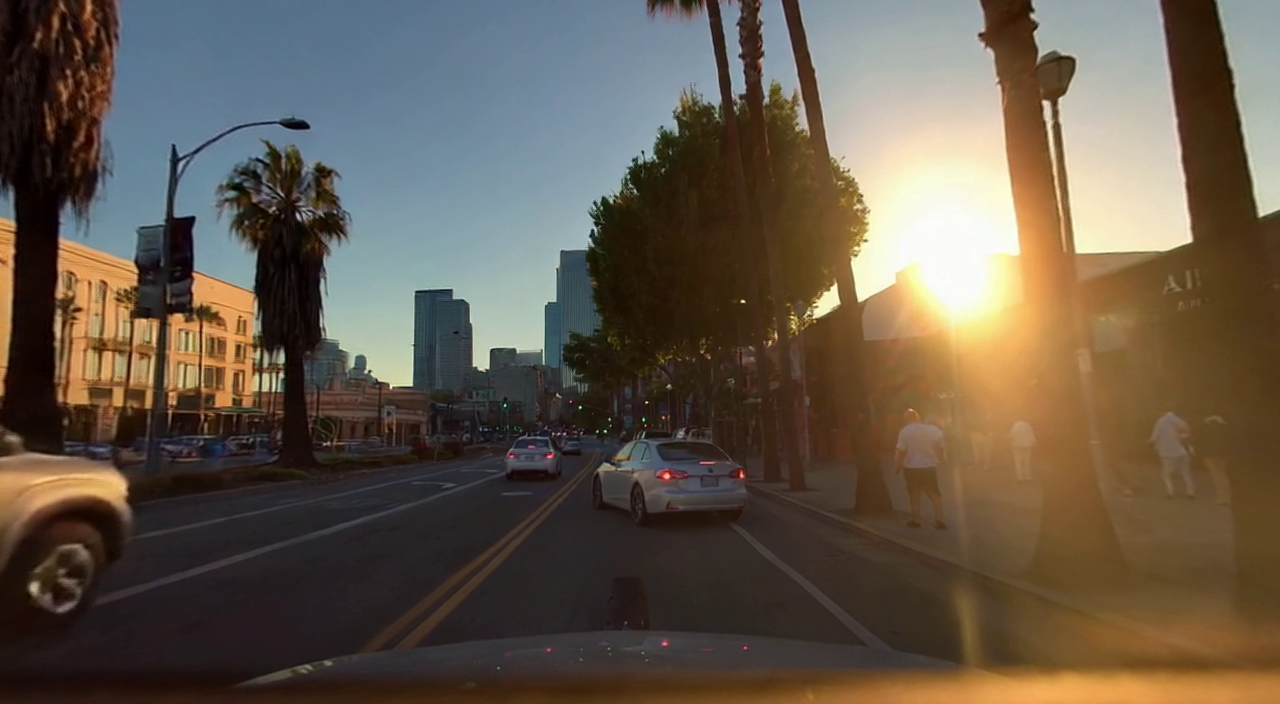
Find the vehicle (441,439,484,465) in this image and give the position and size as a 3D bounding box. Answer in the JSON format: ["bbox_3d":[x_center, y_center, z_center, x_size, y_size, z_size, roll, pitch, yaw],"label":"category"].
[{"bbox_3d":[-11.721,6.623,41.966,1.930,1.583,4.423,0,-9,-5],"label":"vehicle"}]

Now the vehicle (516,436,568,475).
[{"bbox_3d":[-4.406,4.722,28.968,2.039,1.628,4.331,0,-9,-4],"label":"vehicle"}]

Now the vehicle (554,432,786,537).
[{"bbox_3d":[0.263,2.265,11.521,1.930,1.477,4.657,5,-10,-31],"label":"vehicle"}]

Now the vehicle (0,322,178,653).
[{"bbox_3d":[-5.025,0.665,2.665,2.164,2.047,5.455,0,-9,-3],"label":"vehicle"}]
